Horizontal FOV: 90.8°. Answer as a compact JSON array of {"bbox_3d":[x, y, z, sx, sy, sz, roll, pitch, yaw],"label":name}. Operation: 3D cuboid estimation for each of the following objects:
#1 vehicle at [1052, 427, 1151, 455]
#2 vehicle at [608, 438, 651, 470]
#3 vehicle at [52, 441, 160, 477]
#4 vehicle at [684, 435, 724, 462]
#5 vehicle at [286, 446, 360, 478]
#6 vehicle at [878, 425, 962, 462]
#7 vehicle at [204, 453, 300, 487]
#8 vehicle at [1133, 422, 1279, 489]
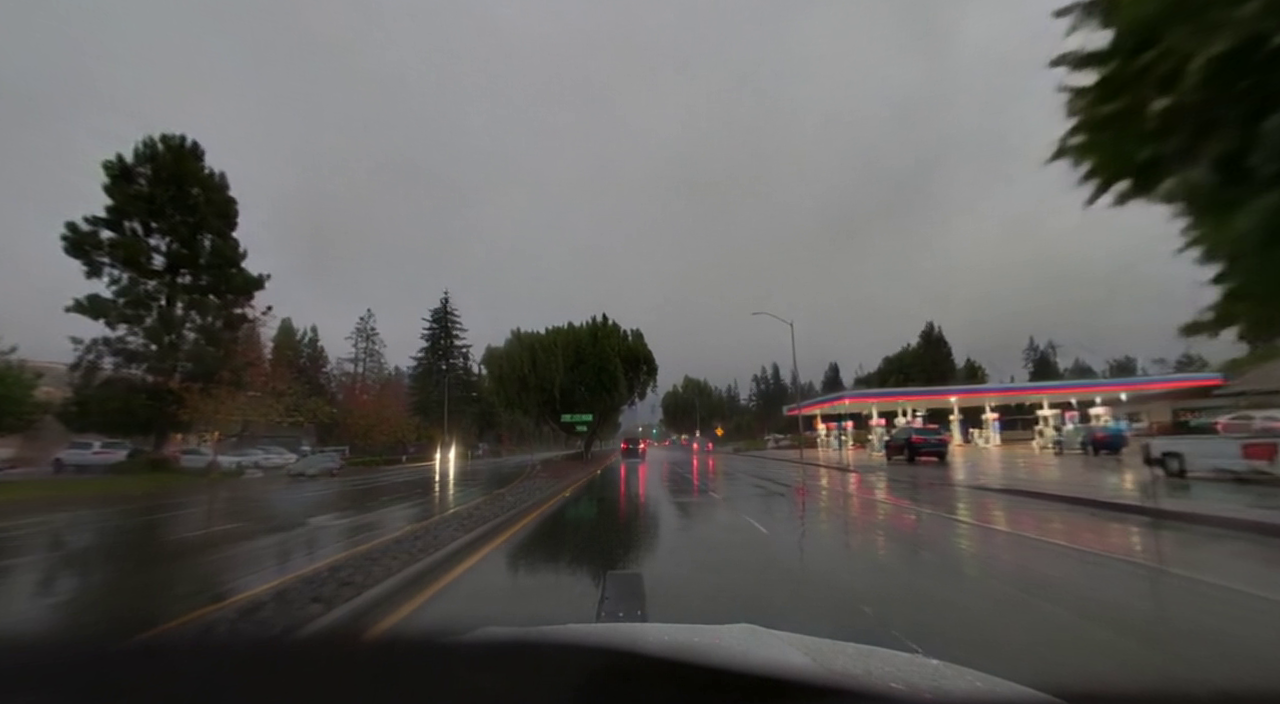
[{"bbox_3d":[25.616,4.983,35.320,2.045,1.478,4.685,0,-8,0],"label":"vehicle"},{"bbox_3d":[-0.513,5.086,31.677,2.052,1.488,3.779,0,-8,0],"label":"vehicle"},{"bbox_3d":[-31.854,6.400,37.809,4.384,2.079,2.066,0,-9,-3],"label":"vehicle"},{"bbox_3d":[4.617,6.811,44.697,2.117,1.757,4.969,-2,-9,14],"label":"vehicle"},{"bbox_3d":[-18.847,6.531,37.853,2.004,1.758,4.594,0,-8,0],"label":"vehicle"},{"bbox_3d":[15.315,5.082,34.959,2.368,1.868,4.724,0,-8,-1],"label":"vehicle"},{"bbox_3d":[-18.842,5.709,30.954,1.797,1.461,4.536,0,-8,0],"label":"vehicle"},{"bbox_3d":[15.296,2.584,15.988,2.001,1.479,4.696,-1,-8,3],"label":"vehicle"}]
